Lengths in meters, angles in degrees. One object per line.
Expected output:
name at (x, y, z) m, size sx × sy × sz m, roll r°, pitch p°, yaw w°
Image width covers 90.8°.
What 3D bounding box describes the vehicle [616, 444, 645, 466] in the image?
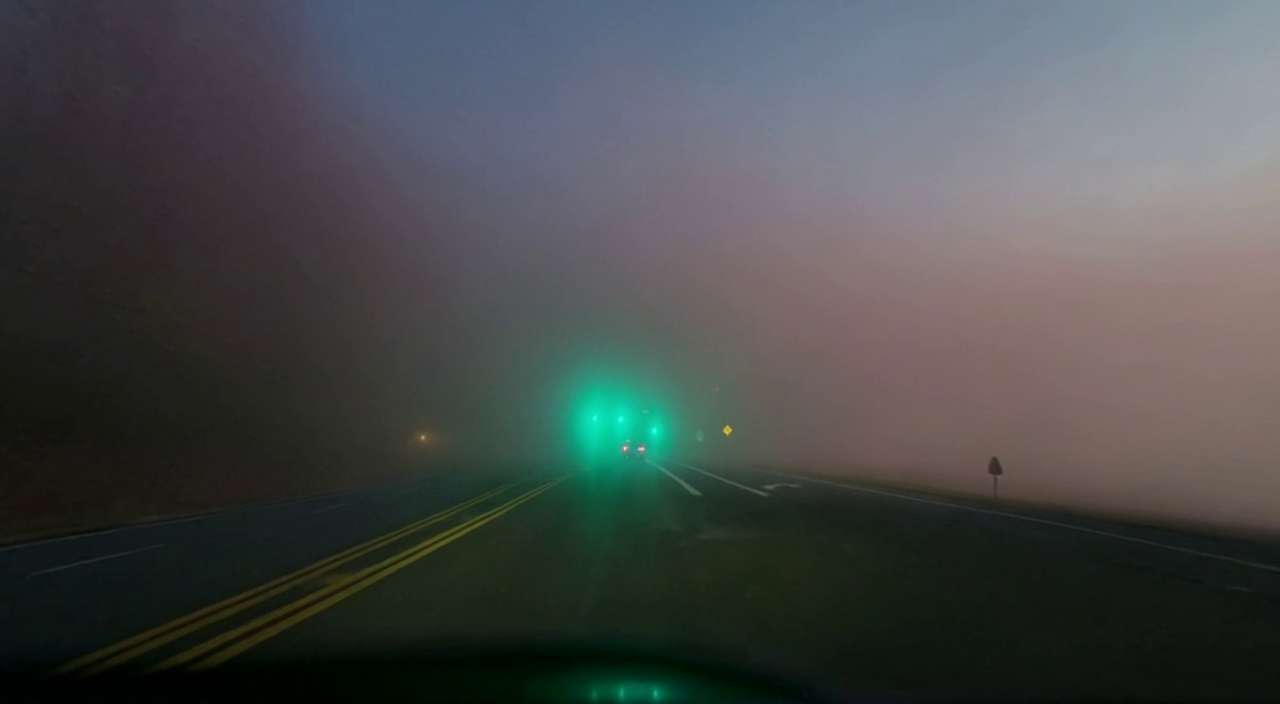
vehicle at (-0.738, 7.624, 46.946) m, size 2.042 × 1.489 × 3.963 m, roll 0°, pitch -9°, yaw -1°
